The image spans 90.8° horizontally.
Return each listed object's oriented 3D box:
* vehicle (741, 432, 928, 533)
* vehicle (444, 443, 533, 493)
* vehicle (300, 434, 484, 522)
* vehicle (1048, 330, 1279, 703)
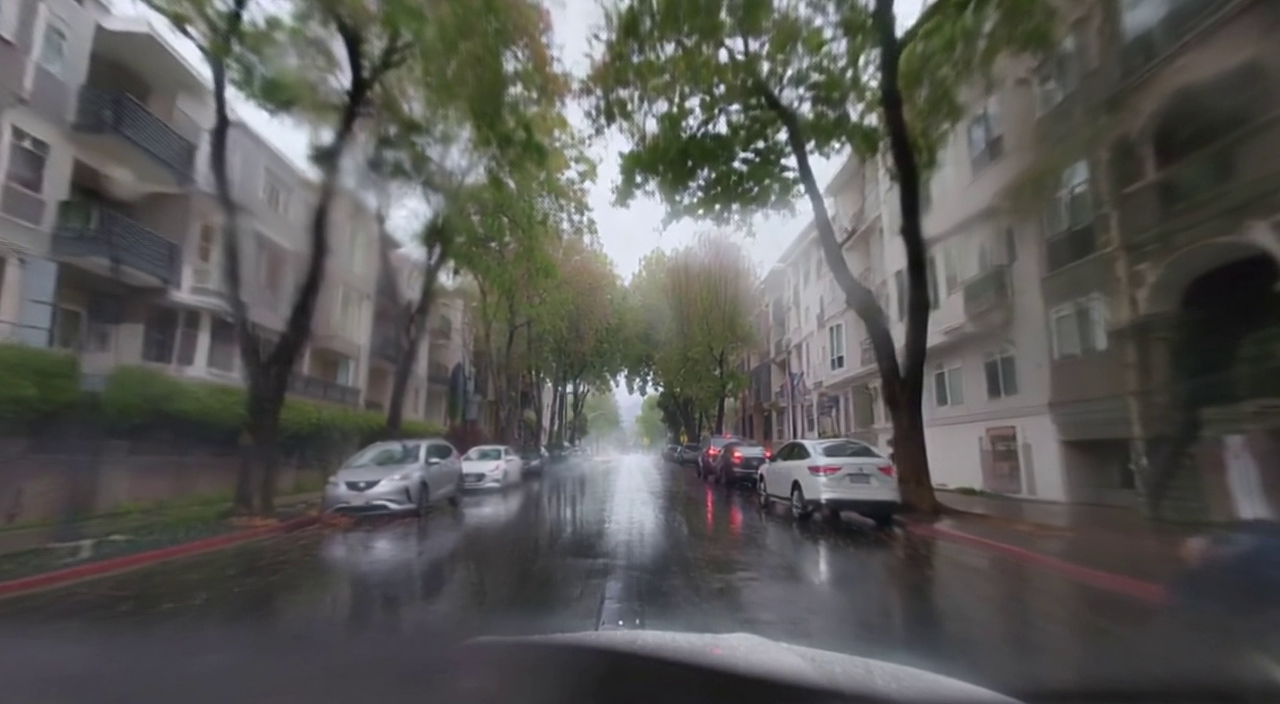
[{"bbox_3d":[3.772,2.614,13.454,2.187,1.699,5.038,0,-8,-2],"label":"vehicle"},{"bbox_3d":[-5.708,4.385,24.578,2.256,1.590,5.488,-3,-8,-2],"label":"vehicle"},{"bbox_3d":[-5.620,2.891,15.301,2.222,1.735,5.215,0,-8,1],"label":"vehicle"},{"bbox_3d":[3.947,0.585,0.962,2.473,1.895,6.050,0,-10,-2],"label":"vehicle"}]
